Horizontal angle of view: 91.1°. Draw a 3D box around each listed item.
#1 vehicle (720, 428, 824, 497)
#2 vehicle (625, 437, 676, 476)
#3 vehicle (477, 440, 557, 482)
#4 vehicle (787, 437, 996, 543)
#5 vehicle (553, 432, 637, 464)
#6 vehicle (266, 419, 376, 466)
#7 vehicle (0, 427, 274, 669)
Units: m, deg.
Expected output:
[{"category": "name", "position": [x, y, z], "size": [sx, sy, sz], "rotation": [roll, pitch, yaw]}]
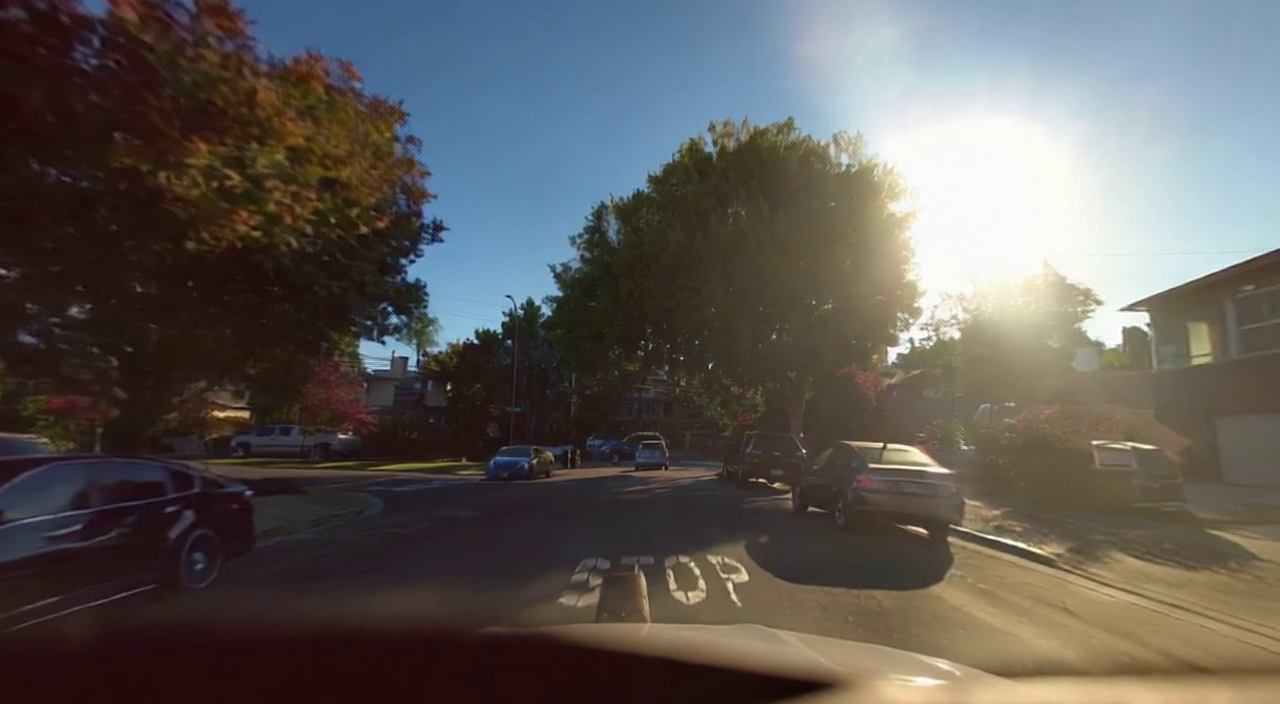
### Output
[{"category": "vehicle", "position": [3.822, 3.261, 19.035], "size": [2.144, 1.751, 4.472], "rotation": [2, -8, 0]}, {"category": "vehicle", "position": [0.420, 4.447, 26.894], "size": [2.010, 1.499, 4.107], "rotation": [0, -9, 0]}, {"category": "vehicle", "position": [-4.648, 4.201, 24.453], "size": [1.999, 1.441, 4.628], "rotation": [-1, -9, 3]}, {"category": "vehicle", "position": [4.092, 2.295, 11.140], "size": [1.876, 1.477, 4.324], "rotation": [0, -9, 0]}, {"category": "vehicle", "position": [-3.178, 6.553, 42.838], "size": [2.337, 2.039, 6.413], "rotation": [7, -11, -40]}, {"category": "vehicle", "position": [-15.359, 4.443, 30.719], "size": [2.320, 2.030, 5.730], "rotation": [0, -9, 0]}, {"category": "vehicle", "position": [-4.931, 1.295, 4.385], "size": [1.909, 1.492, 4.615], "rotation": [0, -9, 1]}]
